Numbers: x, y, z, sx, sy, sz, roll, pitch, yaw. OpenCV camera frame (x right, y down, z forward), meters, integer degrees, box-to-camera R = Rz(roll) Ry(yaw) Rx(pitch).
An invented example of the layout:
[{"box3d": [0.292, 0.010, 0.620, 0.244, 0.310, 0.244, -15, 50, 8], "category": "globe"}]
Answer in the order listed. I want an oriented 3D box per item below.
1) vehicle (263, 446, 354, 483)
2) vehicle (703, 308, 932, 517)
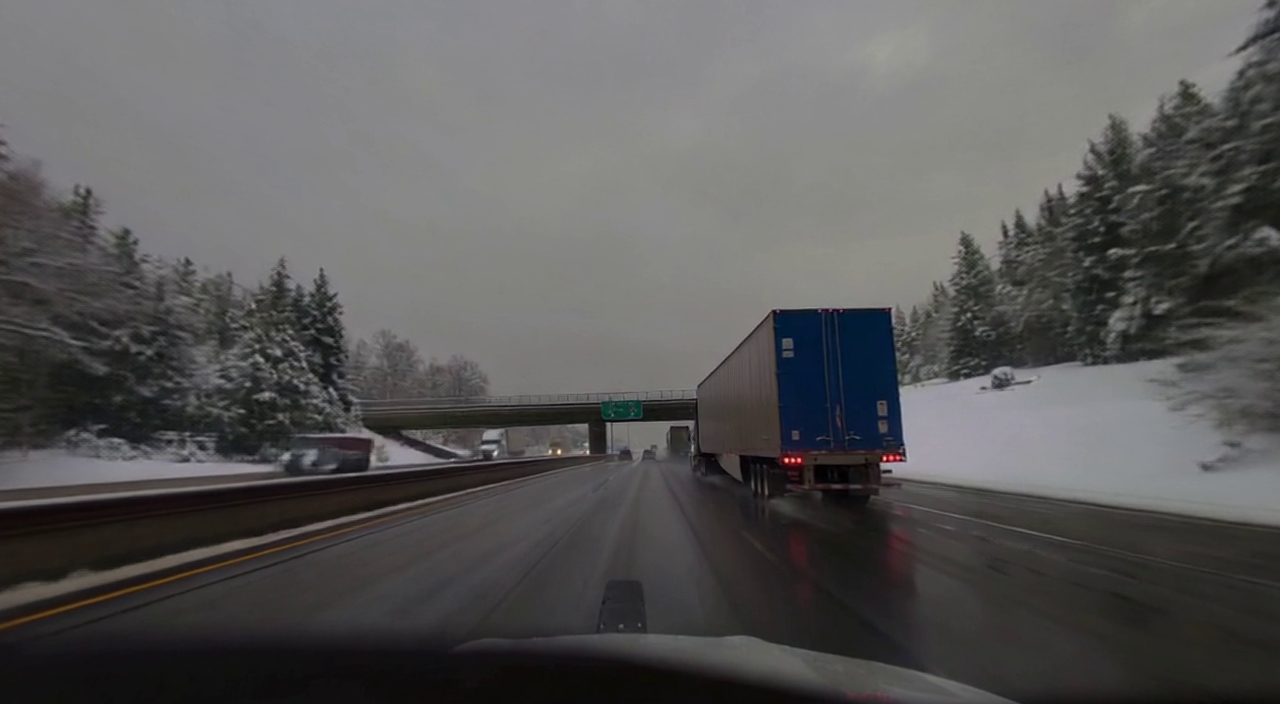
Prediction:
[{"box3d": [-14.294, 4.838, 27.422, 1.775, 1.475, 3.888, 0, -9, 0], "category": "vehicle"}, {"box3d": [4.110, 2.229, 19.307, 2.825, 4.054, 14.210, 0, -9, 0], "category": "vehicle"}]
